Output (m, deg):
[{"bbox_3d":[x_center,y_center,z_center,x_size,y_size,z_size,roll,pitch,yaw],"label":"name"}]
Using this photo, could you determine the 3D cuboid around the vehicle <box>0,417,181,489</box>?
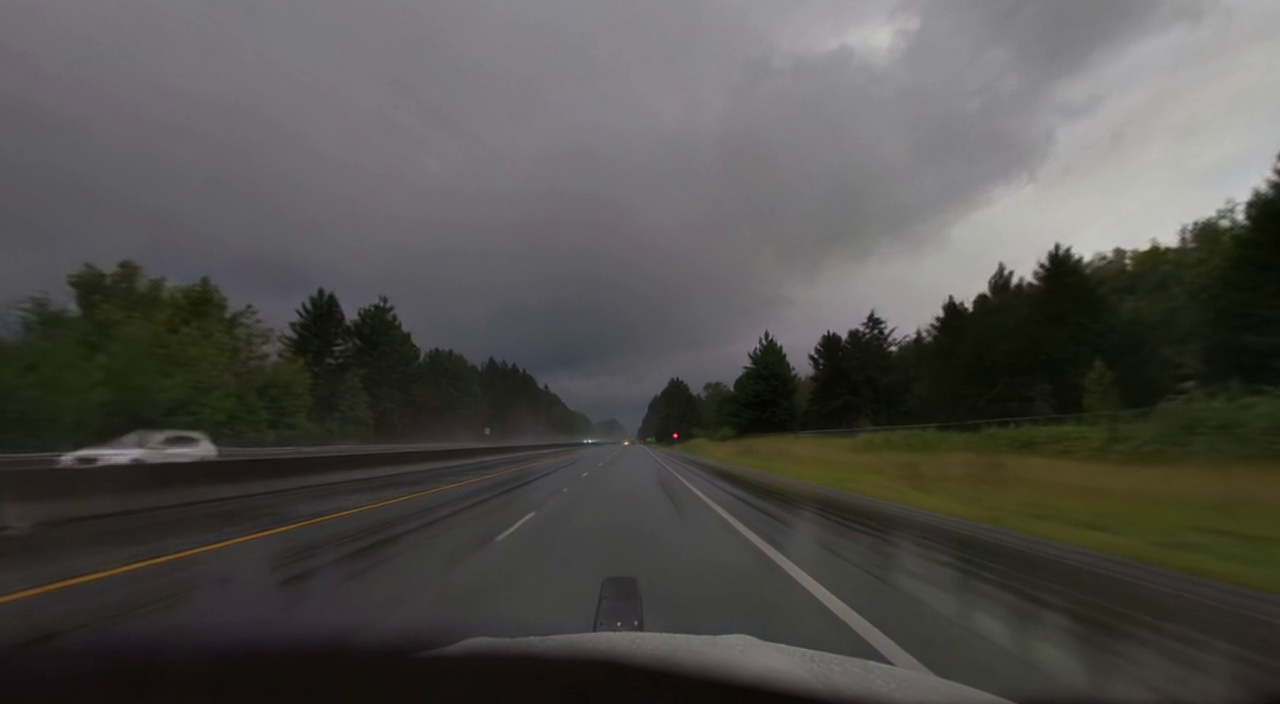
[{"bbox_3d":[-15.033,2.634,16.685,1.993,1.631,4.899,0,-8,0],"label":"vehicle"}]
